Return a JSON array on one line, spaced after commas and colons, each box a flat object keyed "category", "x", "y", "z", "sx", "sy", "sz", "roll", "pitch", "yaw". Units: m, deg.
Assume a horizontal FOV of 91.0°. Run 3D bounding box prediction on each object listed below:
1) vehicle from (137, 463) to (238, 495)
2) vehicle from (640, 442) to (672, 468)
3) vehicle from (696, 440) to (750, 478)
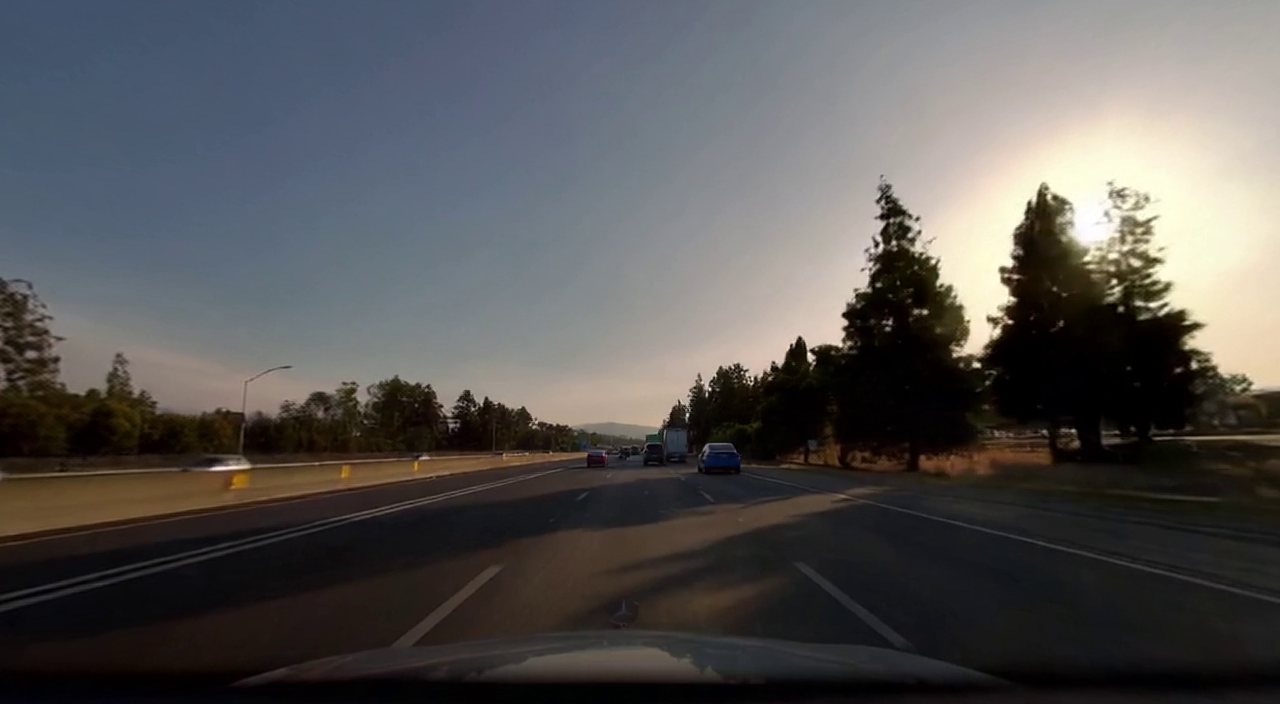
[{"category": "vehicle", "x": -25.061, "y": 7.014, "z": 35.118, "sx": 1.917, "sy": 1.540, "sz": 4.863, "roll": 0, "pitch": -9, "yaw": 1}, {"category": "vehicle", "x": 1.133, "y": 7.727, "z": 47.414, "sx": 2.205, "sy": 1.785, "sz": 4.423, "roll": 0, "pitch": -9, "yaw": -1}, {"category": "vehicle", "x": 4.005, "y": 5.284, "z": 31.224, "sx": 2.082, "sy": 1.720, "sz": 4.393, "roll": 0, "pitch": -9, "yaw": 0}]
